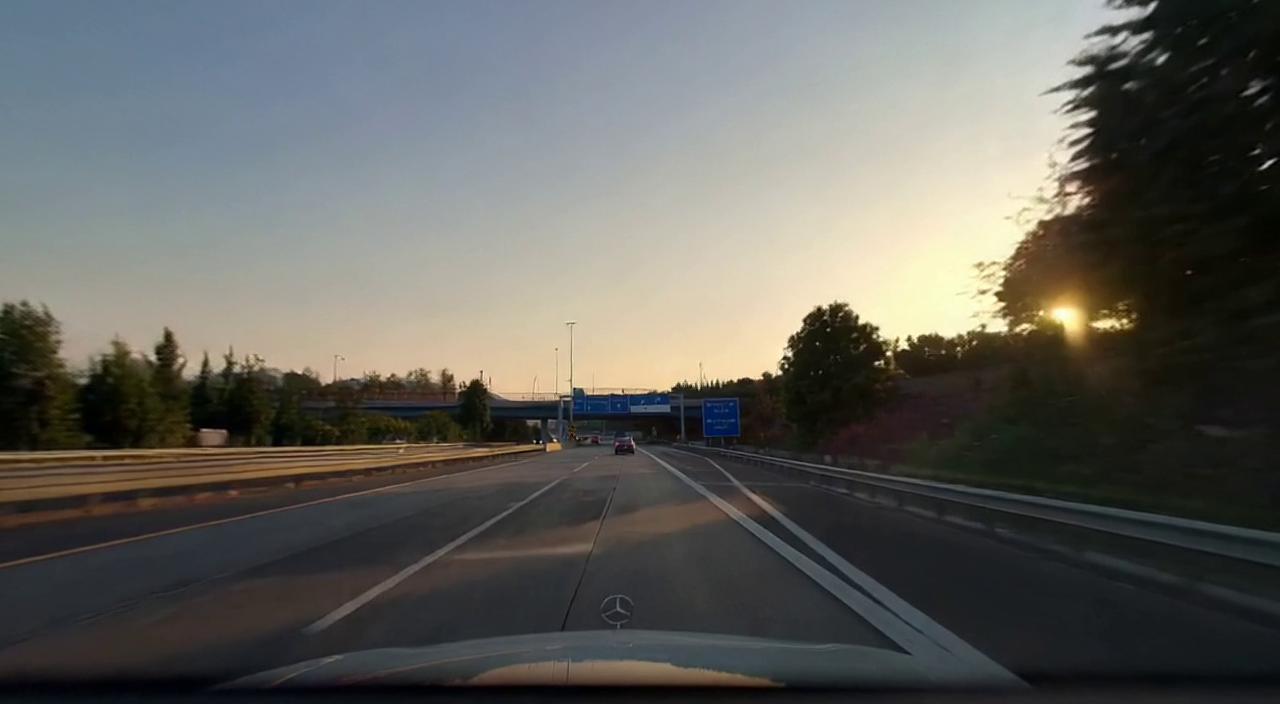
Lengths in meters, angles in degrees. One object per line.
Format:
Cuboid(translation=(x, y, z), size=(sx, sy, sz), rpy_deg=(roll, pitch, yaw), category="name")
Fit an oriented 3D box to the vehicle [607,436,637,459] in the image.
Cuboid(translation=(-1.225, 6.647, 43.826), size=(2.025, 1.519, 3.924), rpy_deg=(0, -8, -1), category="vehicle")
